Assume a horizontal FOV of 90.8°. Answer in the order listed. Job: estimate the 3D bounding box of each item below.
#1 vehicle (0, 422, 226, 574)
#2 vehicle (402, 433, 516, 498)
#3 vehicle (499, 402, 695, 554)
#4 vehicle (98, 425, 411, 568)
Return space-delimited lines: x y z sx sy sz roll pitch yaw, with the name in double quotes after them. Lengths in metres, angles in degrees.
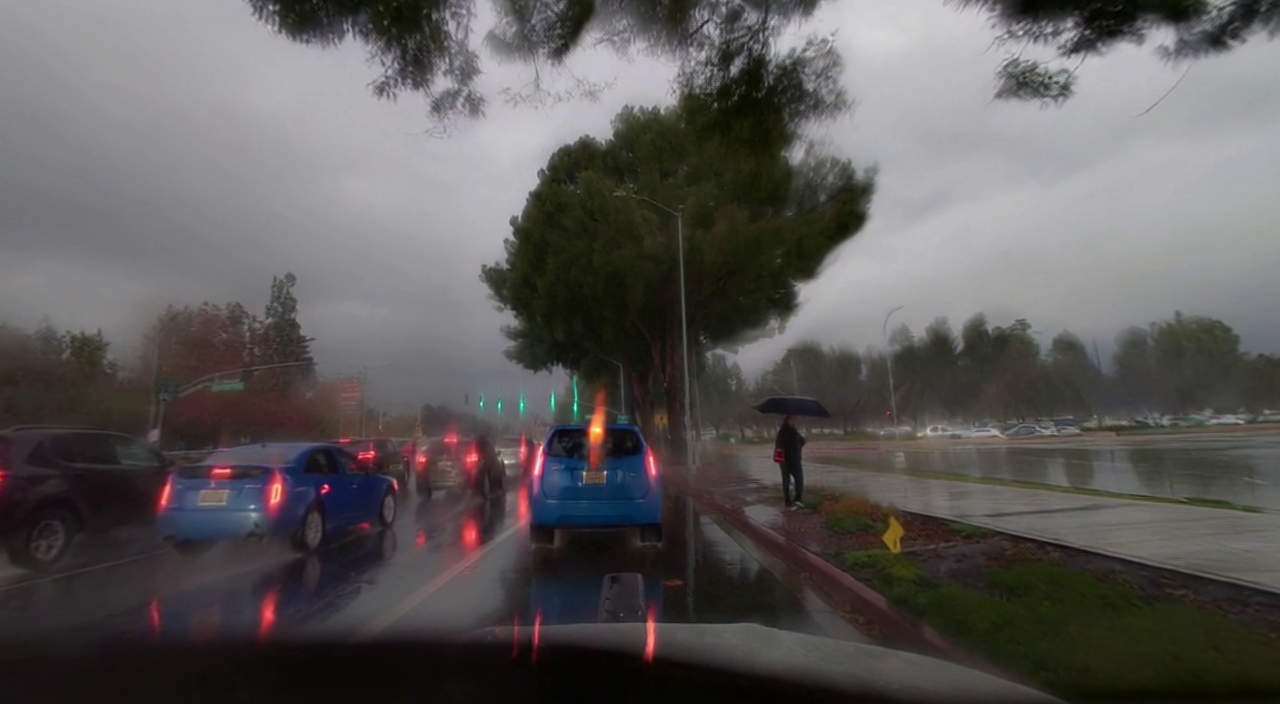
-8.802 2.048 9.459 2.013 1.826 4.592 0 -9 1 "vehicle"
-5.463 3.490 19.807 2.188 1.774 4.477 0 -9 0 "vehicle"
-0.579 1.845 9.866 2.368 1.829 4.293 0 -9 -2 "vehicle"
-5.405 2.061 9.802 2.010 1.674 4.484 0 -9 0 "vehicle"
